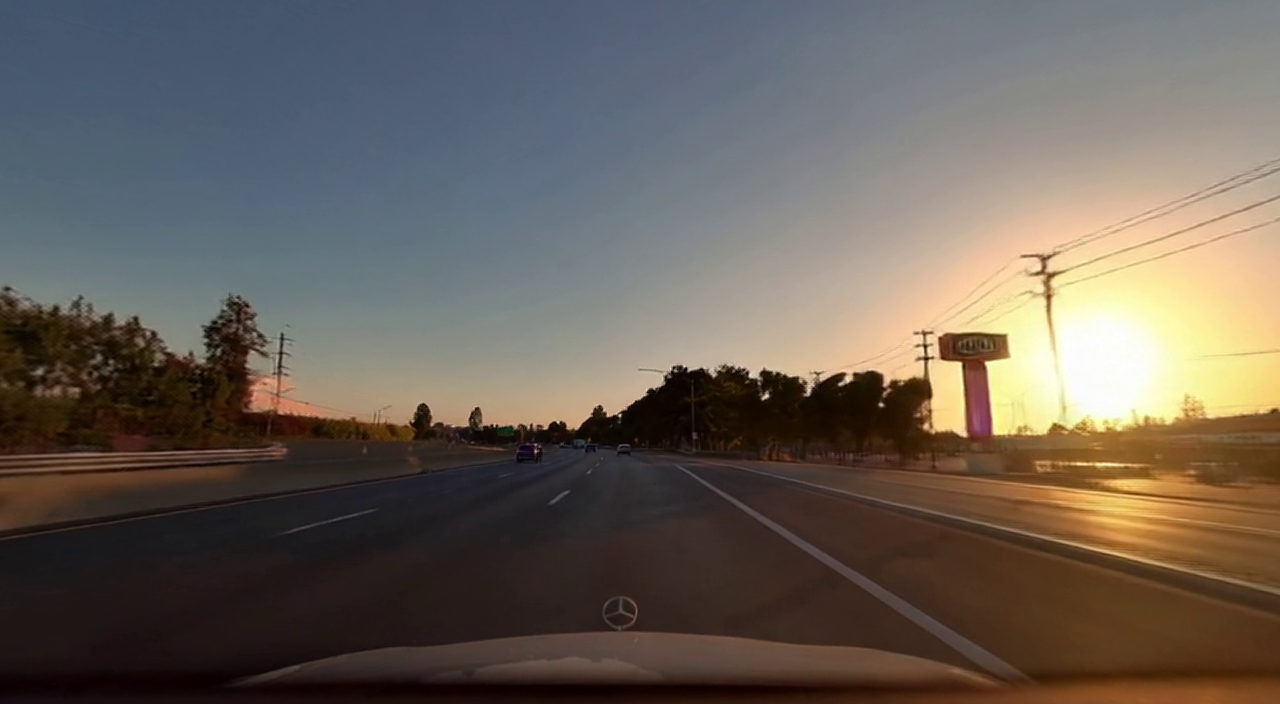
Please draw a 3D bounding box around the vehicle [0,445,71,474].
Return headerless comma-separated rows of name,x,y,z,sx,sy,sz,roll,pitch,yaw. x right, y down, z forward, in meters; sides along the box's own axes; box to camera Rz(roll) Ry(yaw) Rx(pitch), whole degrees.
vehicle,-33.654,5.758,34.048,1.826,1.481,4.520,0,-8,-2
